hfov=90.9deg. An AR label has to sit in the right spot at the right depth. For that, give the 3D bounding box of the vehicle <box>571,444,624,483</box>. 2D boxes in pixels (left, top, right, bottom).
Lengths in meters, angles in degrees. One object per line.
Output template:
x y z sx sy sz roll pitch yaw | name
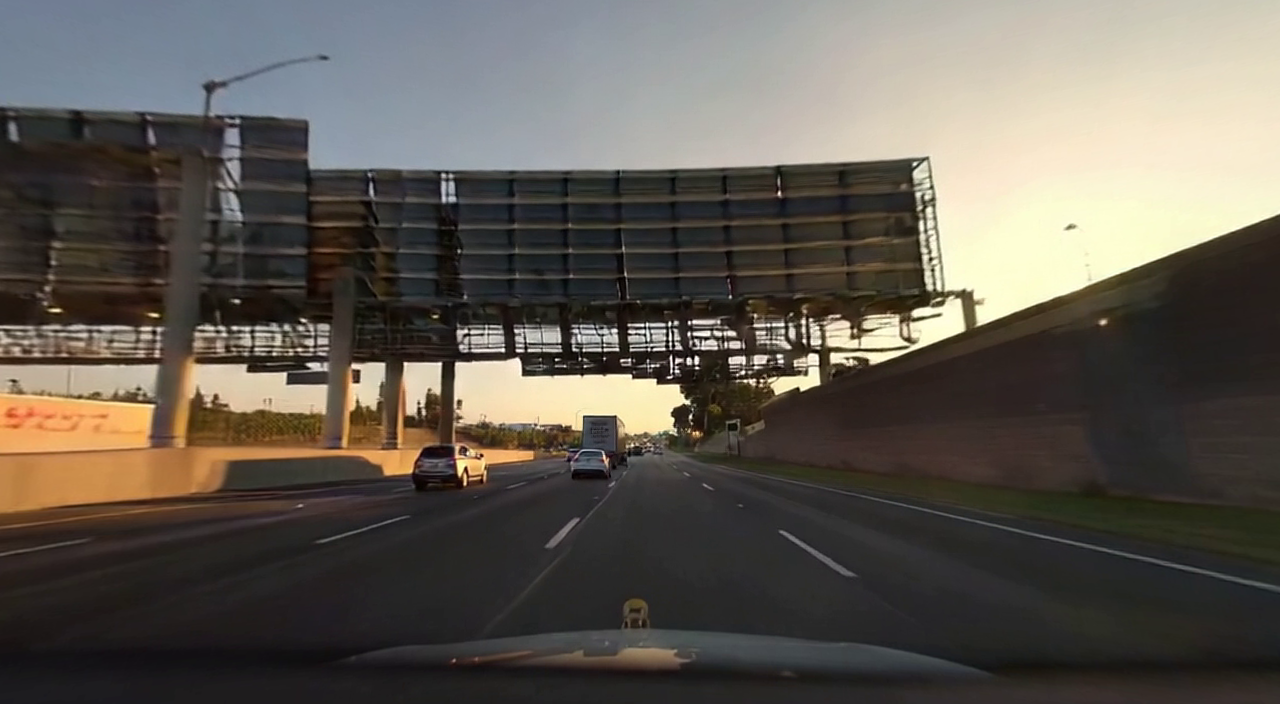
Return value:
-1.865 5.008 28.554 2.168 1.597 3.615 0 -9 0 | vehicle

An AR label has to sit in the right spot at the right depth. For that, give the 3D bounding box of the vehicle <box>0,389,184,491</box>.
-26.860 3.843 27.143 2.889 4.015 15.036 0 -9 1 | vehicle

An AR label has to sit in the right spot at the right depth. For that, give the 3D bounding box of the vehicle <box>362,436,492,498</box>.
-6.780 3.716 20.829 2.401 1.759 5.126 0 -9 1 | vehicle

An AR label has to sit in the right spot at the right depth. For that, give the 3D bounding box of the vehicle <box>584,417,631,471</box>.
-2.180 6.588 44.870 2.794 3.460 8.595 0 -9 1 | vehicle
